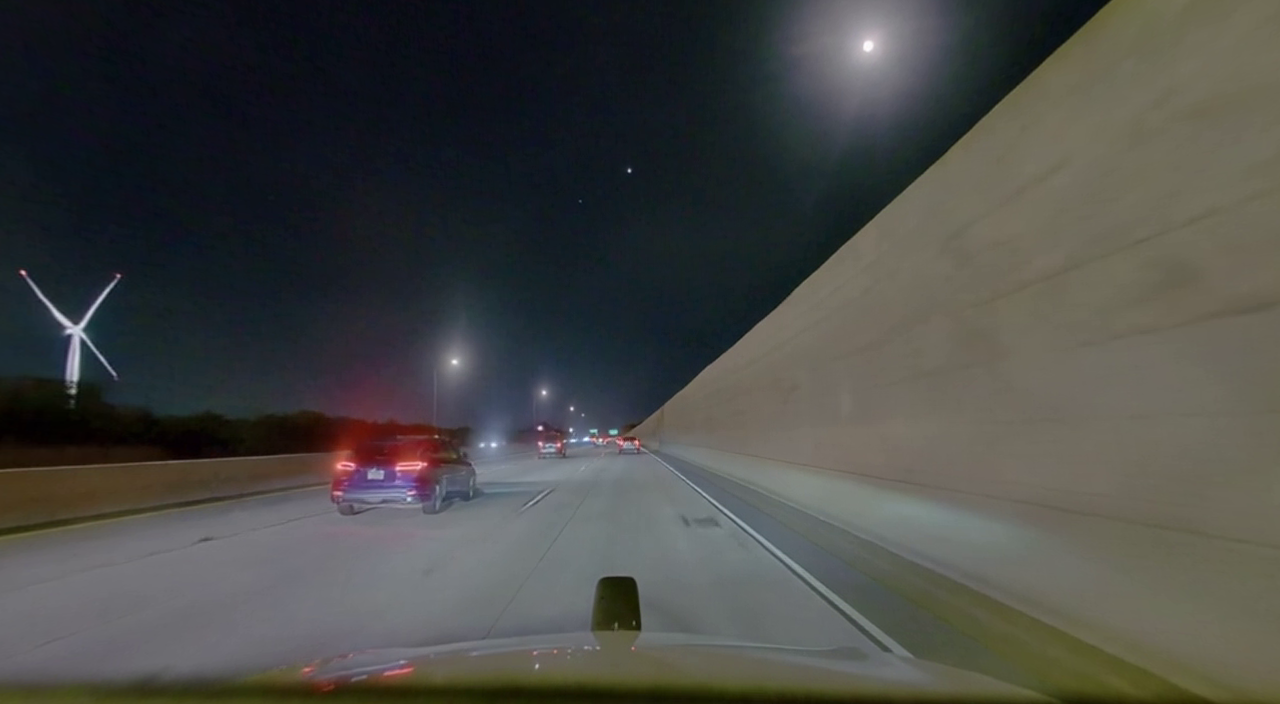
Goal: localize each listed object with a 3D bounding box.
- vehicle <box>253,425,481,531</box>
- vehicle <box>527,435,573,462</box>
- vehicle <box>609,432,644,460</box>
[{"bbox_3d":[-4.389,2.075,11.143,1.998,1.468,4.635,0,-8,-1],"label":"vehicle"},{"bbox_3d":[-4.958,5.367,35.284,2.059,1.436,3.802,0,-8,-1],"label":"vehicle"},{"bbox_3d":[-0.831,5.687,38.282,2.027,1.550,3.607,0,-8,-1],"label":"vehicle"}]
